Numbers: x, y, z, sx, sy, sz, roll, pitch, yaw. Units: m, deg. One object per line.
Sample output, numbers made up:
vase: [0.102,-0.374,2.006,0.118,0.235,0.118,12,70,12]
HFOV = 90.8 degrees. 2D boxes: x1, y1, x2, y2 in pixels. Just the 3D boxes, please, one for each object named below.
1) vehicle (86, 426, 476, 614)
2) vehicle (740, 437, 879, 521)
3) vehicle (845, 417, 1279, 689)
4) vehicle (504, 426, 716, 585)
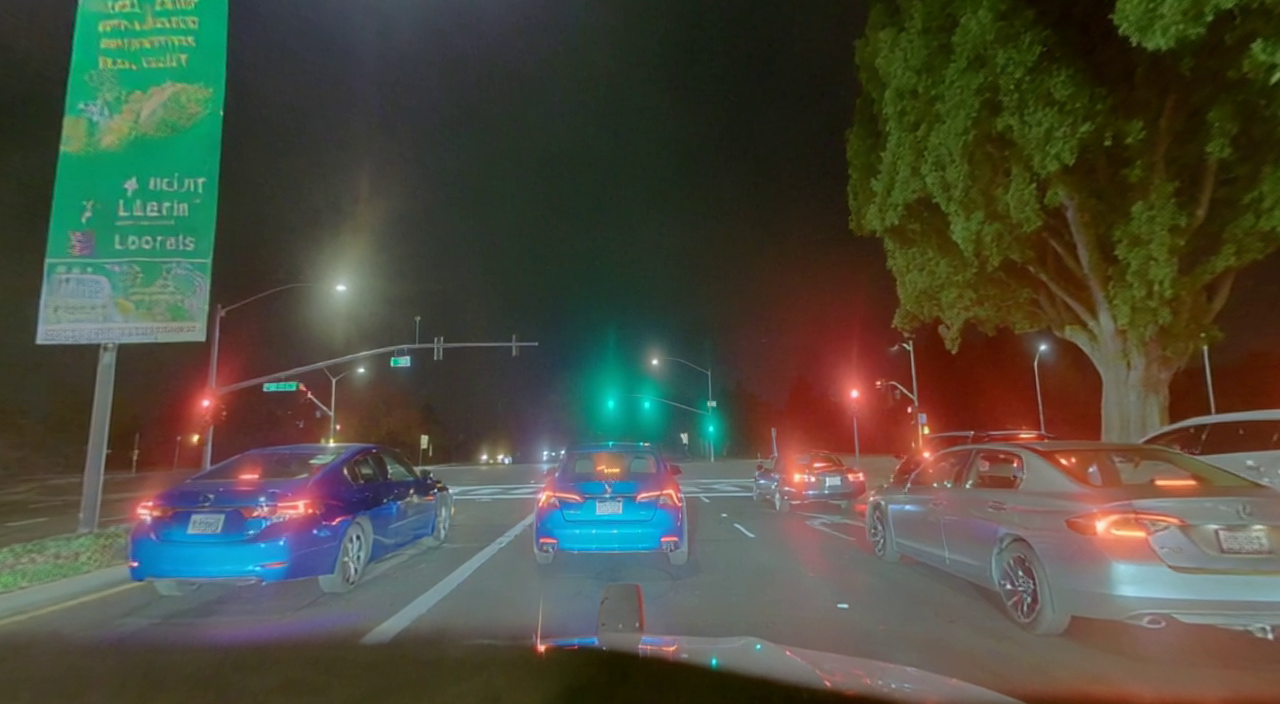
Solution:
vehicle: [-3.371,1.635,7.098,1.929,1.457,4.136,0,-9,0]
vehicle: [3.397,2.611,13.488,1.852,1.498,3.825,0,-9,-1]
vehicle: [3.600,1.440,5.764,1.953,1.471,4.470,0,-9,0]
vehicle: [-0.306,1.725,7.842,1.994,1.479,3.647,0,-9,-1]
